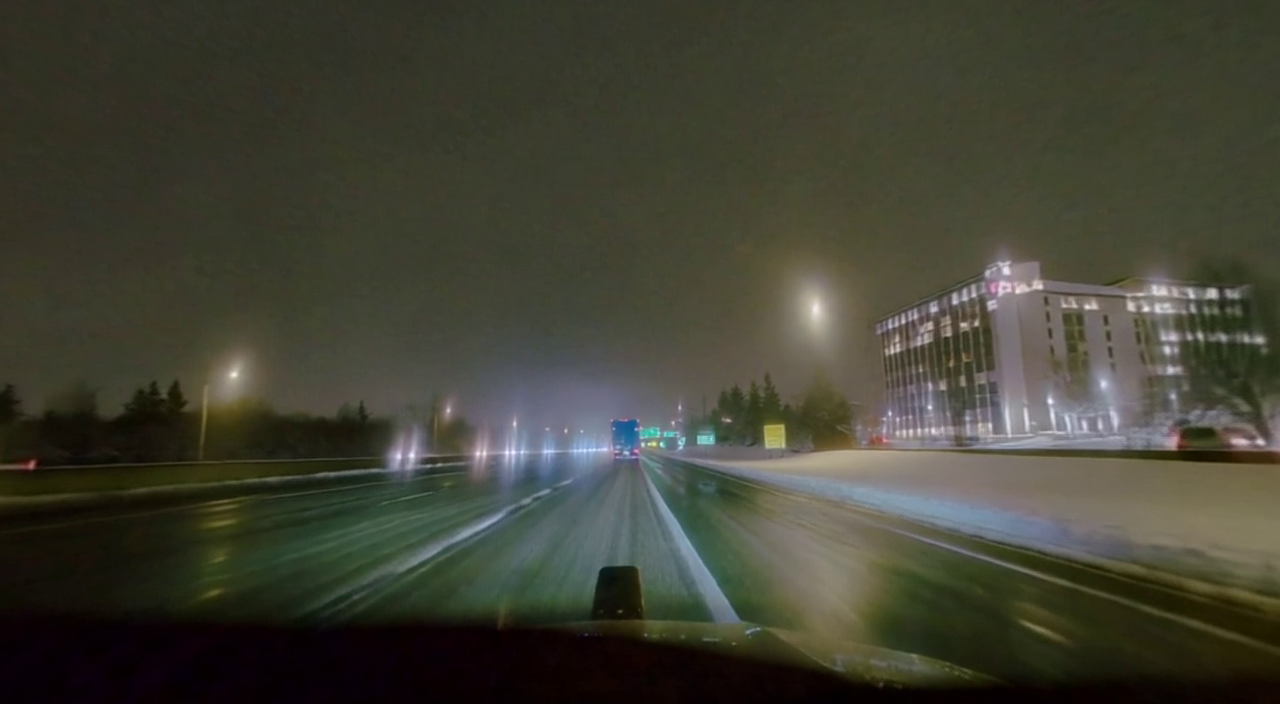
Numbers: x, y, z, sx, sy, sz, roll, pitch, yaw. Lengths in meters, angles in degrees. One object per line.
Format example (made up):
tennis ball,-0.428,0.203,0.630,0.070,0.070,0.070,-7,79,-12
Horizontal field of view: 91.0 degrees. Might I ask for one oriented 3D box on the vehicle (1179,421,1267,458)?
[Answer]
vehicle,42.433,6.459,46.126,2.319,2.462,6.910,-4,-9,22
